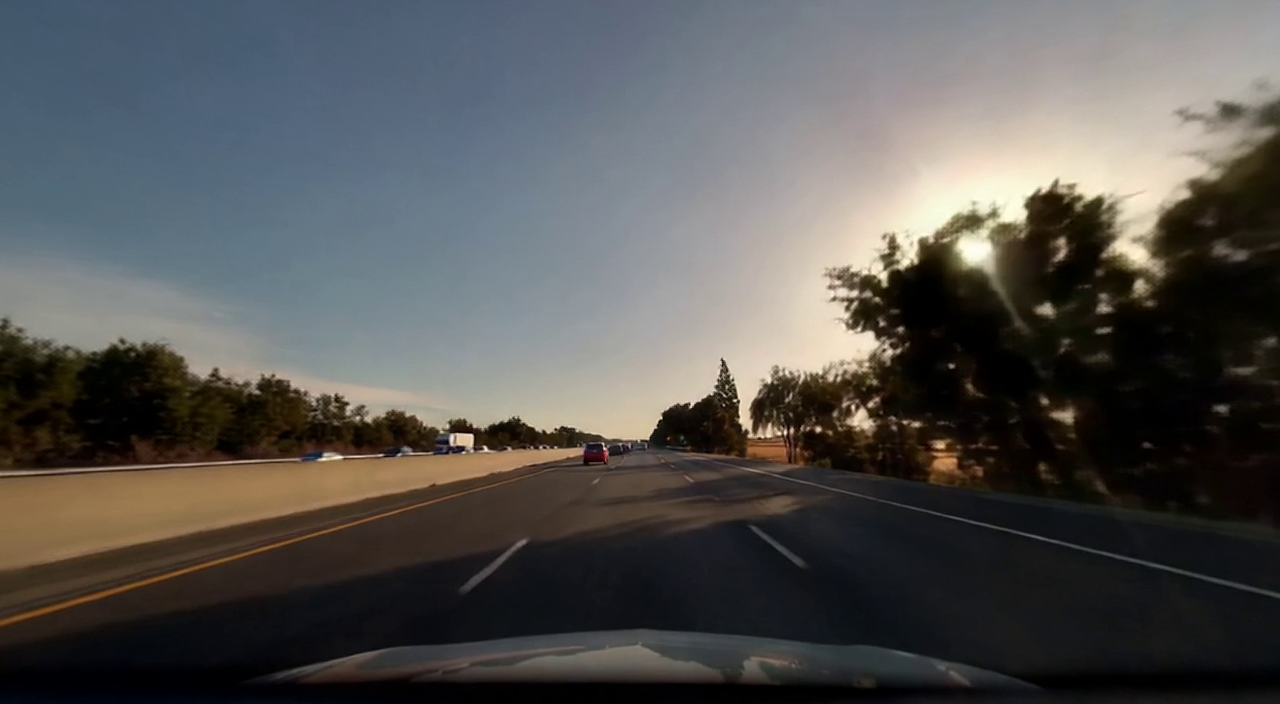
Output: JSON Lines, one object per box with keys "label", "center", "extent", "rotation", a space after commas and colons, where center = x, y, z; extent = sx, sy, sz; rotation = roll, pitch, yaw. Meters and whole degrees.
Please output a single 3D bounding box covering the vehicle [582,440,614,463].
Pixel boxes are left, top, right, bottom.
{"label": "vehicle", "center": [-3.231, 7.741, 49.046], "extent": [2.166, 1.723, 4.267], "rotation": [0, -9, 1]}
